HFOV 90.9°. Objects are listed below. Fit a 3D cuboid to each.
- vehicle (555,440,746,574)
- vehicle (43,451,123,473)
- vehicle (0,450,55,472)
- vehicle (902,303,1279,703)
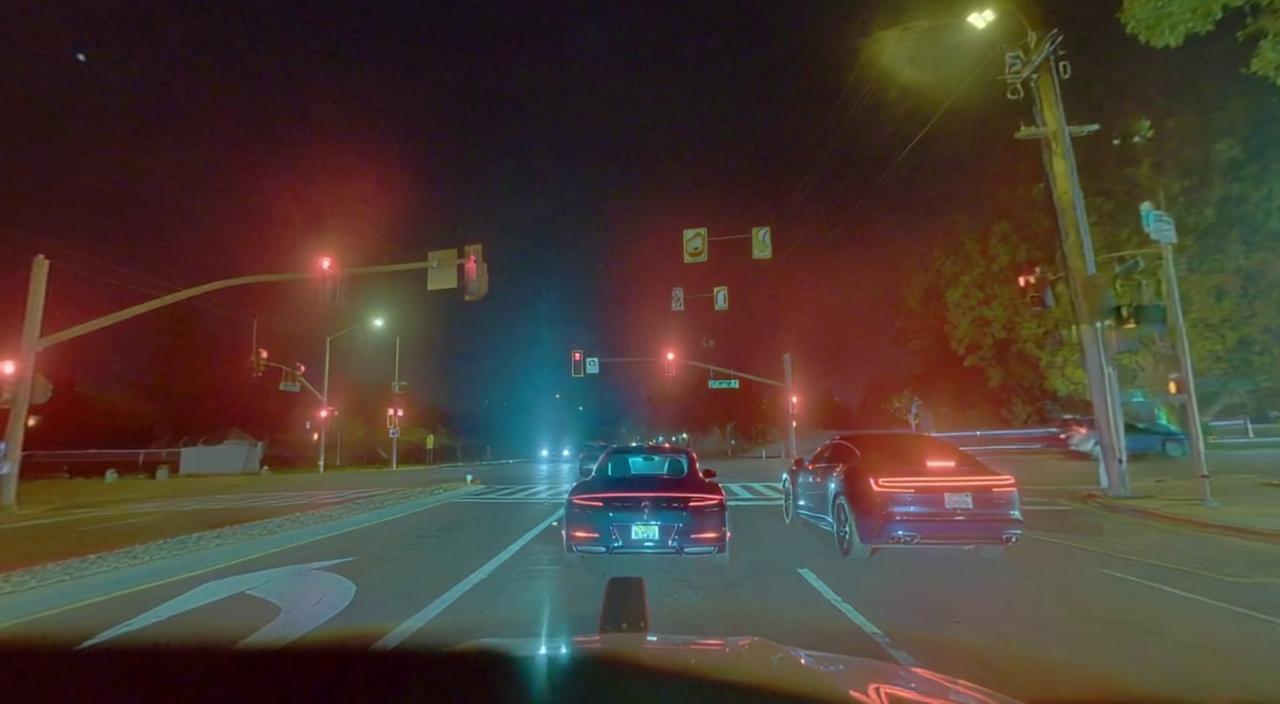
[{"bbox_3d":[0.120,1.872,8.392,1.945,1.343,3.827,0,-8,0],"label":"vehicle"},{"bbox_3d":[-41.296,8.159,46.790,4.195,1.533,1.752,0,-8,-2],"label":"vehicle"},{"bbox_3d":[-46.166,7.960,46.162,4.545,1.558,1.833,0,-8,-4],"label":"vehicle"},{"bbox_3d":[3.096,0.811,2.527,2.143,1.759,4.531,0,-8,0],"label":"vehicle"}]
